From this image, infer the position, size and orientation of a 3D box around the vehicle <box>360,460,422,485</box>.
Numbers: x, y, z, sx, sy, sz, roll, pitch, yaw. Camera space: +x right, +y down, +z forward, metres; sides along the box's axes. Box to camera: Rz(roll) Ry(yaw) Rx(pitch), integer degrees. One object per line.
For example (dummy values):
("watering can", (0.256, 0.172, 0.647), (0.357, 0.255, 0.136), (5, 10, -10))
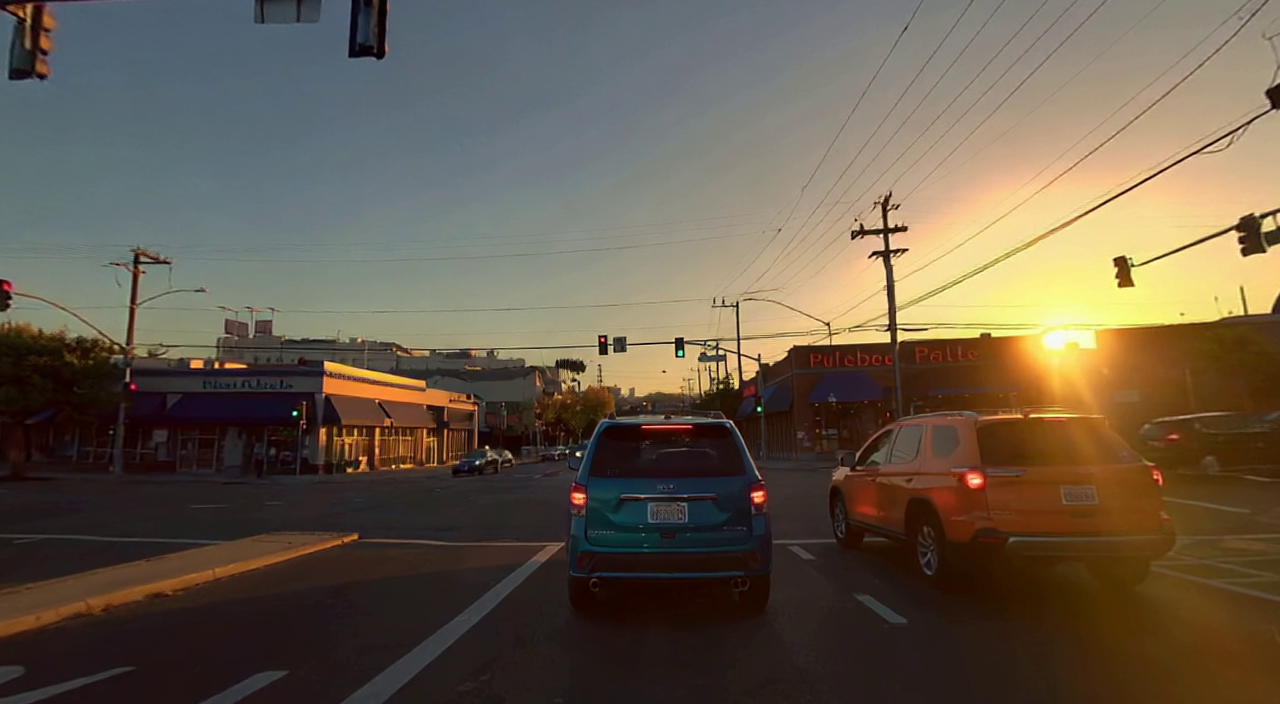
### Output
("vehicle", (-16.253, 7.838, 41.380), (1.872, 1.433, 4.404), (-1, -8, 7))

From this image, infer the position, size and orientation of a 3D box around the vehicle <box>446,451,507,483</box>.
("vehicle", (-9.548, 6.759, 37.272), (2.023, 1.713, 4.451), (-1, -8, 6))

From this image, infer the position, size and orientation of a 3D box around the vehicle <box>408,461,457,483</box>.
("vehicle", (-15.490, 8.955, 47.270), (1.875, 1.475, 4.449), (-1, -8, 5))

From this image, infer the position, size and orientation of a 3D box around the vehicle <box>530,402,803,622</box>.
("vehicle", (0.251, 1.512, 6.829), (2.098, 1.682, 3.778), (0, -8, 2))

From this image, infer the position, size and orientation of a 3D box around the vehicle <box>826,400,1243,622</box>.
("vehicle", (3.614, 1.514, 6.950), (1.976, 1.664, 4.189), (-1, -8, 2))
